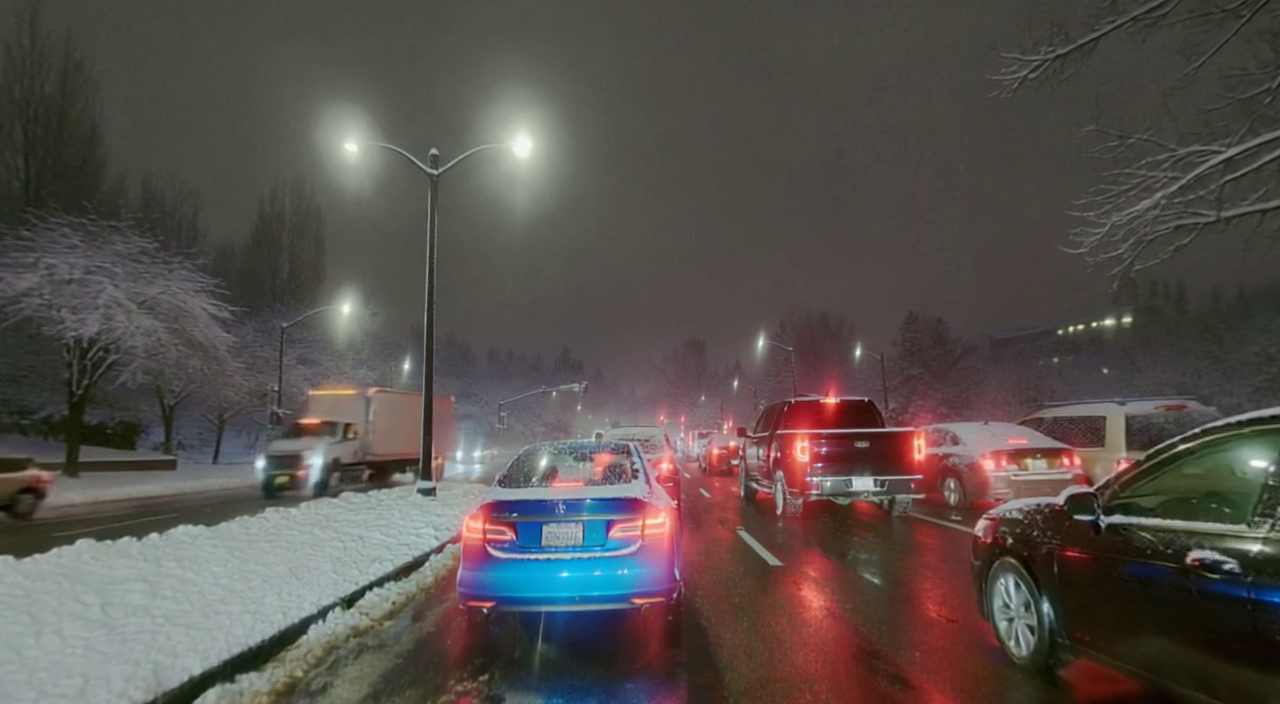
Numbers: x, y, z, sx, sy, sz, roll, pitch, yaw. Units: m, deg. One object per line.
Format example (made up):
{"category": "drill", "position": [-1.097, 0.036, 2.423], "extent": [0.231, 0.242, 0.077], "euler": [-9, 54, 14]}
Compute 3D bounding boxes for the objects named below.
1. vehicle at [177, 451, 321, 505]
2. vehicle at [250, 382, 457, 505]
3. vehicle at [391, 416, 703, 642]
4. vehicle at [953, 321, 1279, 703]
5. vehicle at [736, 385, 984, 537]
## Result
{"category": "vehicle", "position": [-12.614, 4.060, 20.634], "extent": [2.055, 1.524, 4.074], "euler": [0, -9, 1]}
{"category": "vehicle", "position": [-8.880, 3.059, 21.038], "extent": [2.931, 3.265, 8.387], "euler": [0, -9, 0]}
{"category": "vehicle", "position": [-0.581, 1.499, 6.327], "extent": [2.111, 1.506, 4.018], "euler": [0, -9, 2]}
{"category": "vehicle", "position": [3.157, 0.751, 2.066], "extent": [1.982, 1.709, 4.427], "euler": [0, -9, 1]}
{"category": "vehicle", "position": [3.515, 1.945, 11.689], "extent": [2.444, 2.098, 5.766], "euler": [0, -8, -1]}
